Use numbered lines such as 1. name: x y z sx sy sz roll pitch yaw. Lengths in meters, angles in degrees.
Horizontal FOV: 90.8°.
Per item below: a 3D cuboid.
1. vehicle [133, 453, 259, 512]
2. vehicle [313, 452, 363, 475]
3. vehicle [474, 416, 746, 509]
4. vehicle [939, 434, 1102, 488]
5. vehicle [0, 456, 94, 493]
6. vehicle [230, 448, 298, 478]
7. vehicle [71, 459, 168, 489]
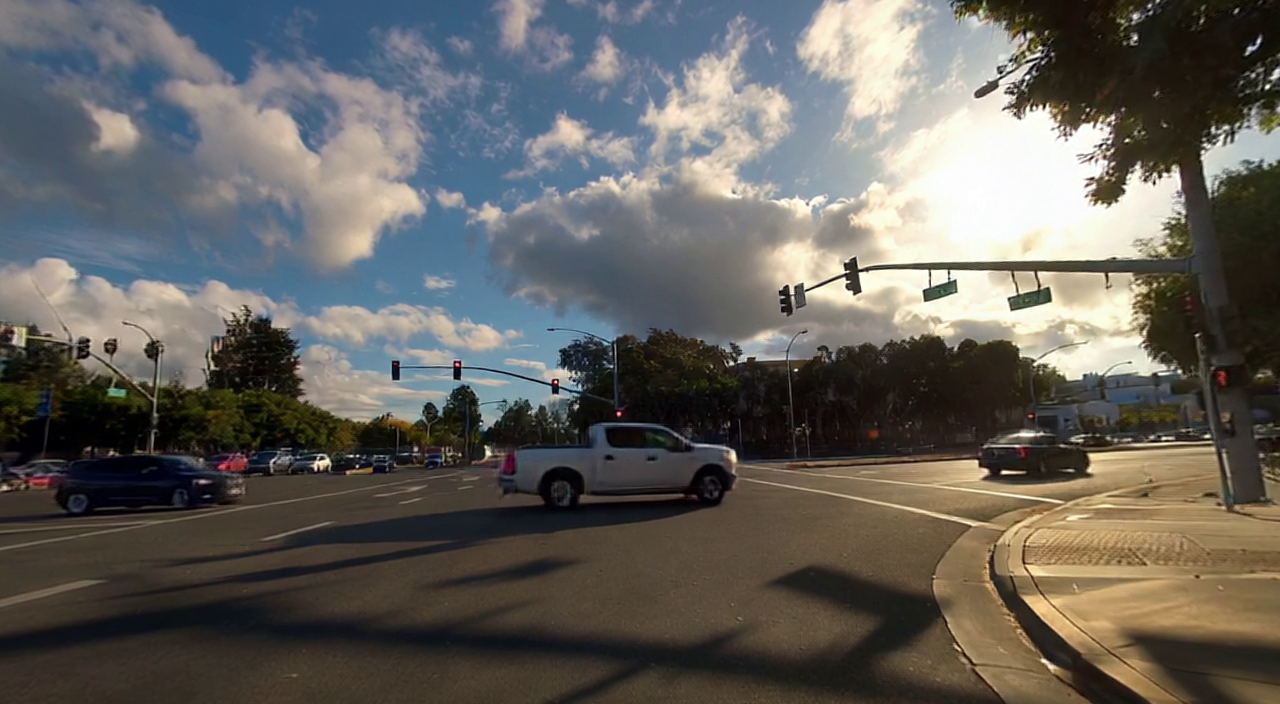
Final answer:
1. vehicle: -13.120 3.728 18.555 4.702 1.468 1.999 -8 -12 43
2. vehicle: -22.728 8.363 47.698 2.020 1.615 4.656 1 -9 -8
3. vehicle: -0.722 2.553 14.950 5.896 1.937 2.358 1 -9 -8
4. vehicle: 11.617 3.270 19.250 4.728 1.471 1.957 4 -10 -28
5. vehicle: -31.179 6.262 32.640 2.142 1.723 4.692 1 -9 -9
6. vehicle: -26.317 7.767 44.467 2.213 1.956 5.254 1 -9 -8
7. vehicle: -28.375 6.625 34.664 1.965 1.448 4.553 1 -9 -9
